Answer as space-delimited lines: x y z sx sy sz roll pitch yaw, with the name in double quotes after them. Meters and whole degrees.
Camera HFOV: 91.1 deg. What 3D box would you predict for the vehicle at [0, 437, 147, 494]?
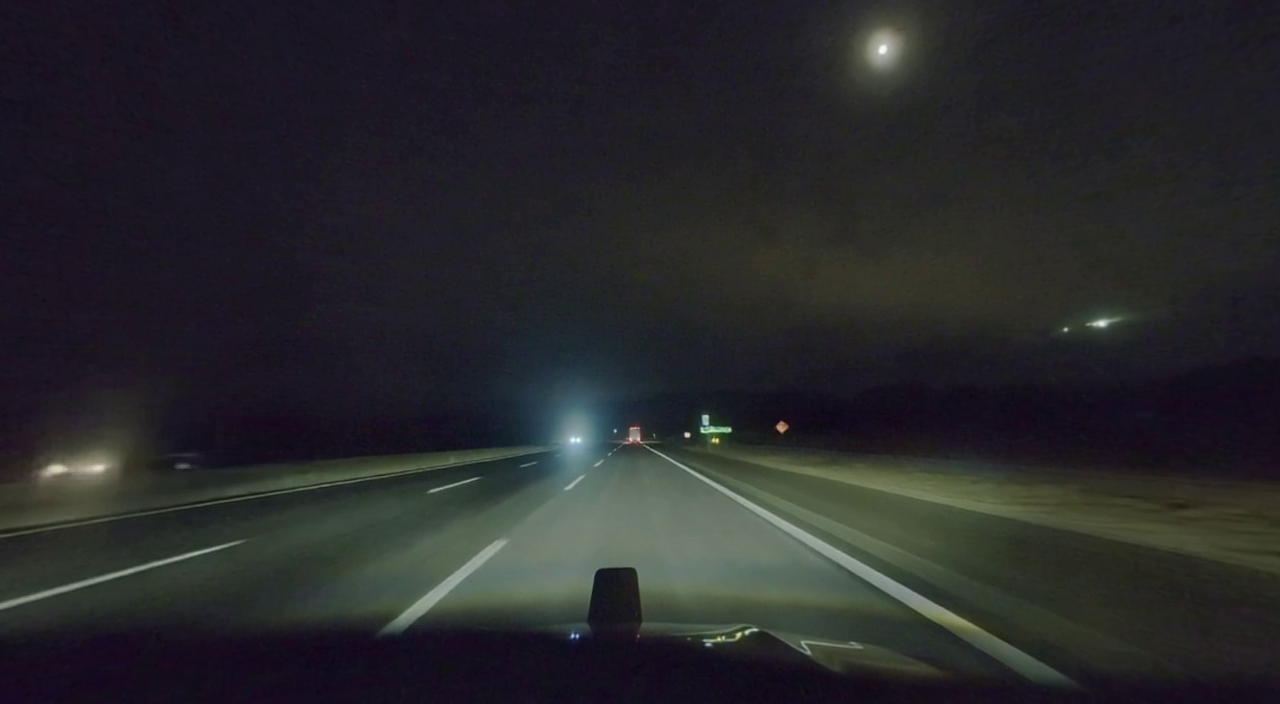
-19.333 3.617 20.662 2.048 1.610 5.199 0 -8 0 "vehicle"
